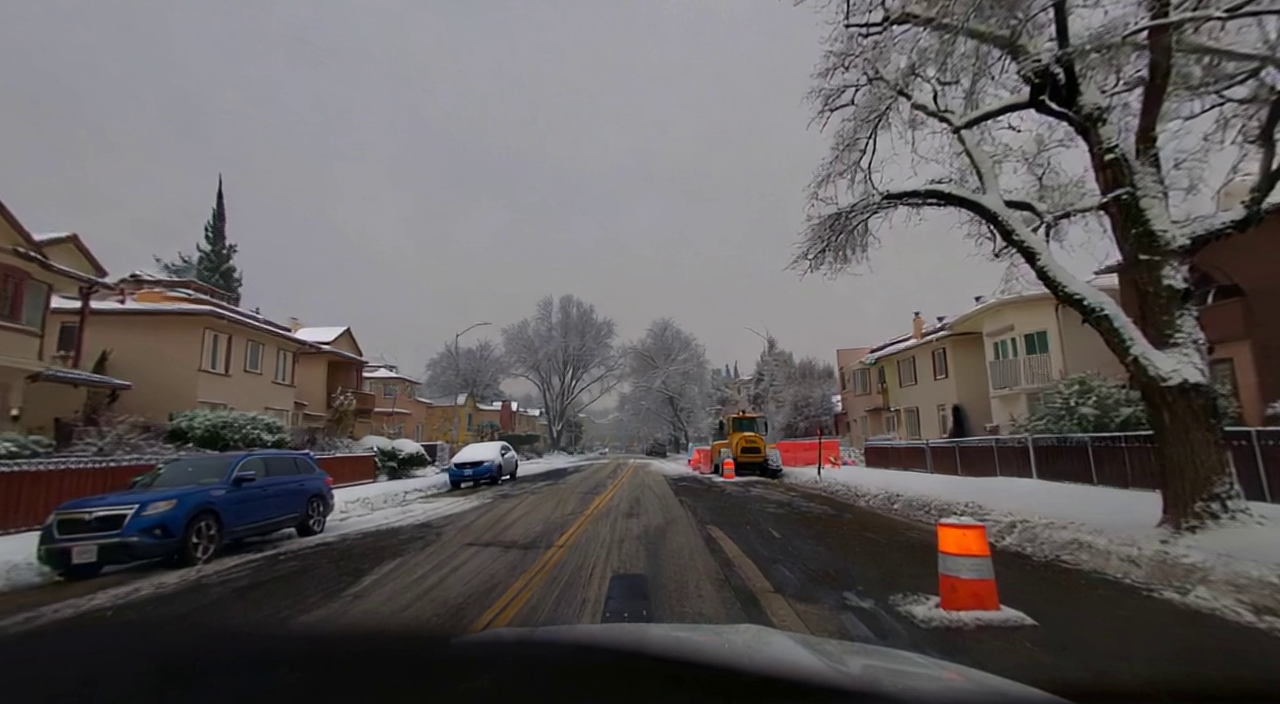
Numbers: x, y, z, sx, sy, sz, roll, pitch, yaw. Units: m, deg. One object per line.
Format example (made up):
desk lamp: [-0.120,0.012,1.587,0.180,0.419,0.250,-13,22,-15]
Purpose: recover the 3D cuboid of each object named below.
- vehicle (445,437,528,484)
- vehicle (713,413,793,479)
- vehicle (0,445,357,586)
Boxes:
vehicle: [-6.319,4.509,26.594,2.220,1.765,4.799,-1,-8,1]
vehicle: [4.777,4.064,27.291,2.501,2.613,3.505,1,-9,-6]
vehicle: [-6.430,2.194,9.541,1.974,1.479,4.888,-1,-8,1]
